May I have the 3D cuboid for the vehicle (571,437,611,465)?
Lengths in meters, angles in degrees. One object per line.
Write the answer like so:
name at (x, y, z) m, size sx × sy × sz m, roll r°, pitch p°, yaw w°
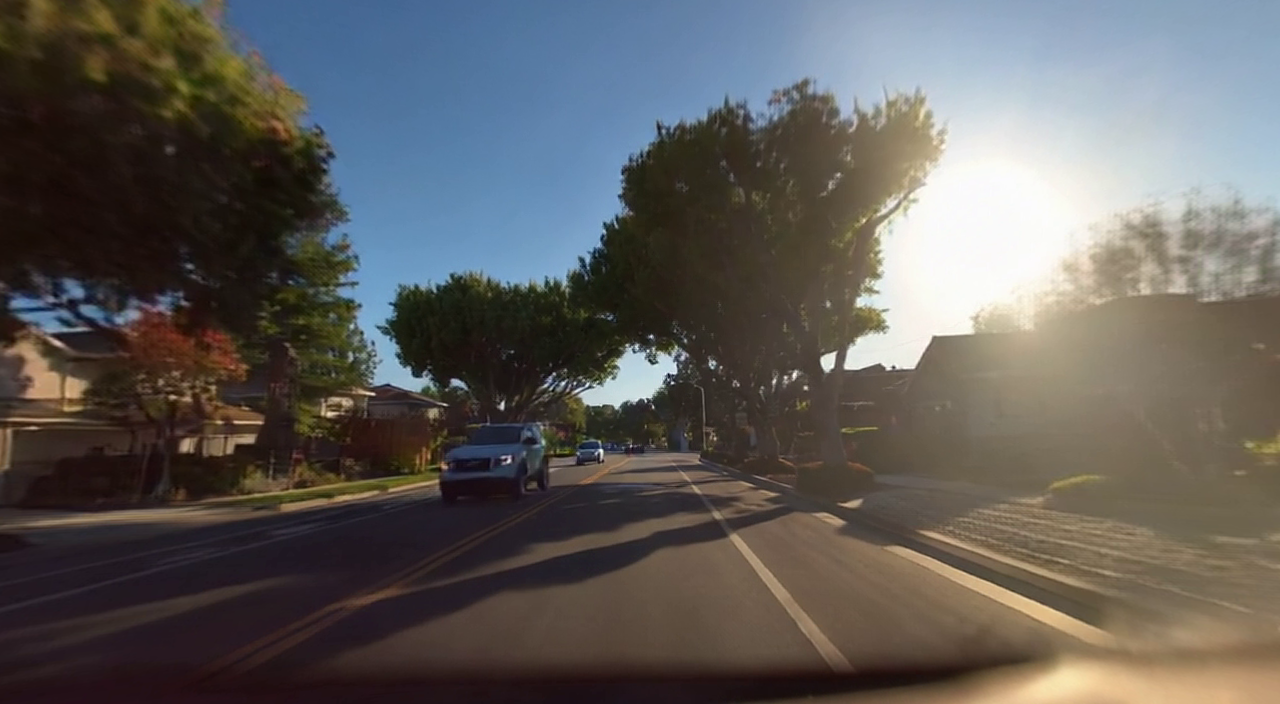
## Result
vehicle at (-3.306, 6.784, 43.175) m, size 2.172 × 1.793 × 4.696 m, roll 0°, pitch -8°, yaw 2°

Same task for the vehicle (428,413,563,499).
vehicle at (-3.936, 2.993, 18.508) m, size 2.417 × 2.088 × 5.780 m, roll 0°, pitch -8°, yaw 2°
